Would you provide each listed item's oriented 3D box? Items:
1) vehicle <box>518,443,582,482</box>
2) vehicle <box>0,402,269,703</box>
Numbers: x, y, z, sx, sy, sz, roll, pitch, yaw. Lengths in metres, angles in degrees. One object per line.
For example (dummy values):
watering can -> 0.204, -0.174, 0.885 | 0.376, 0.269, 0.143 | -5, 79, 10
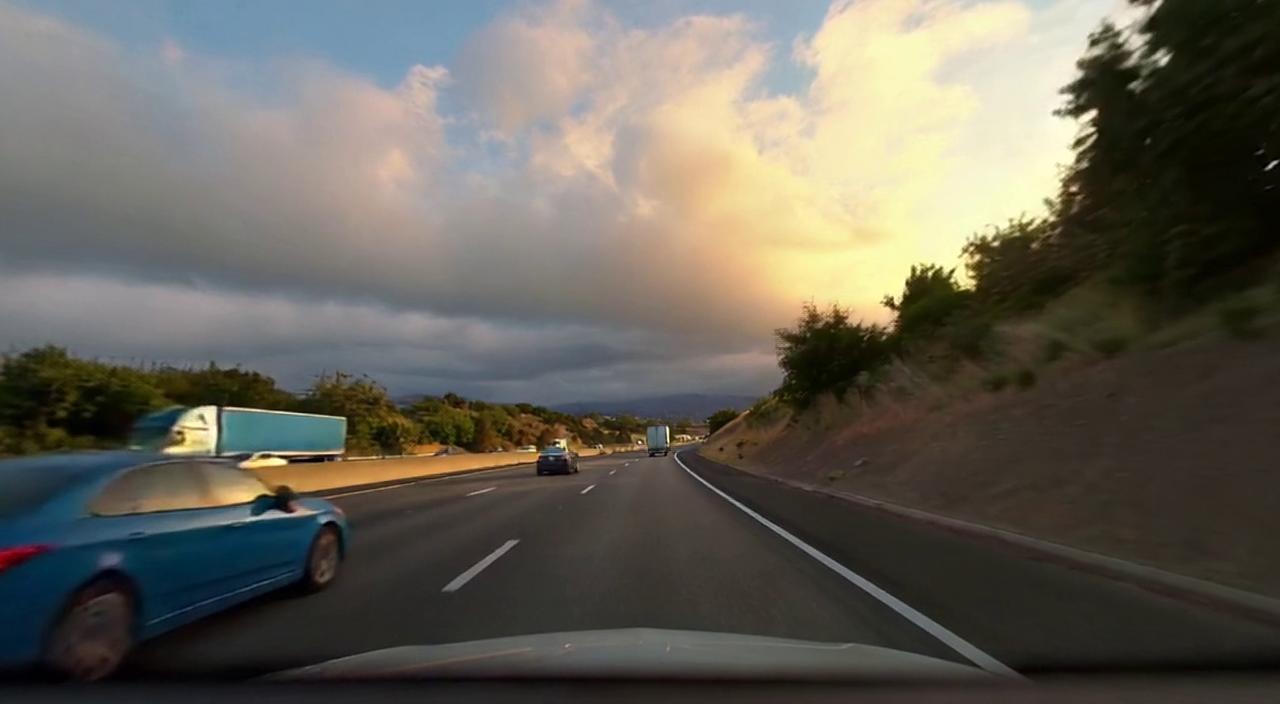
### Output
vehicle -> -3.586, 4.472, 25.768 | 1.943, 1.460, 3.961 | 0, -9, 1
vehicle -> -3.844, 0.923, 2.499 | 2.078, 1.469, 4.371 | 0, -9, 0
